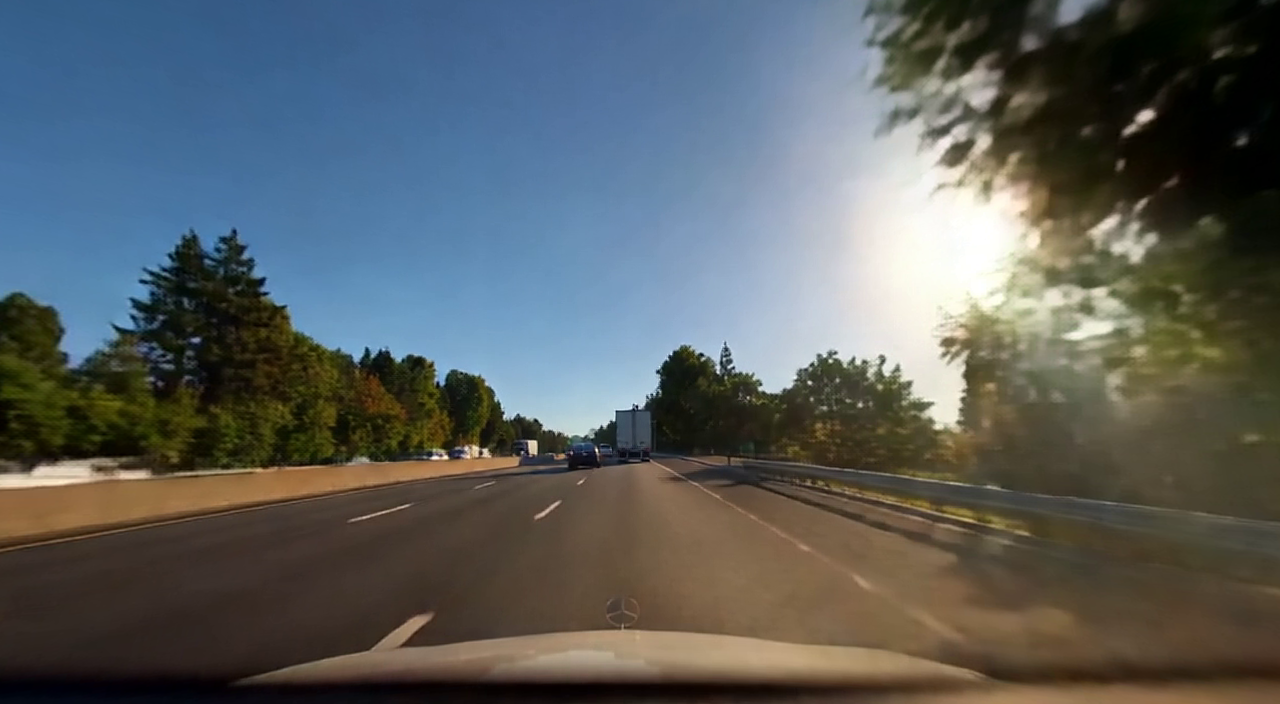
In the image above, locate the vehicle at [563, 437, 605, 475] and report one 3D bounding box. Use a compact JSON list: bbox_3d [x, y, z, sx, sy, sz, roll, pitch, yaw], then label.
[{"bbox_3d":[-2.985,5.641,34.275,2.139,1.925,4.312,0,-9,-4],"label":"vehicle"}]
